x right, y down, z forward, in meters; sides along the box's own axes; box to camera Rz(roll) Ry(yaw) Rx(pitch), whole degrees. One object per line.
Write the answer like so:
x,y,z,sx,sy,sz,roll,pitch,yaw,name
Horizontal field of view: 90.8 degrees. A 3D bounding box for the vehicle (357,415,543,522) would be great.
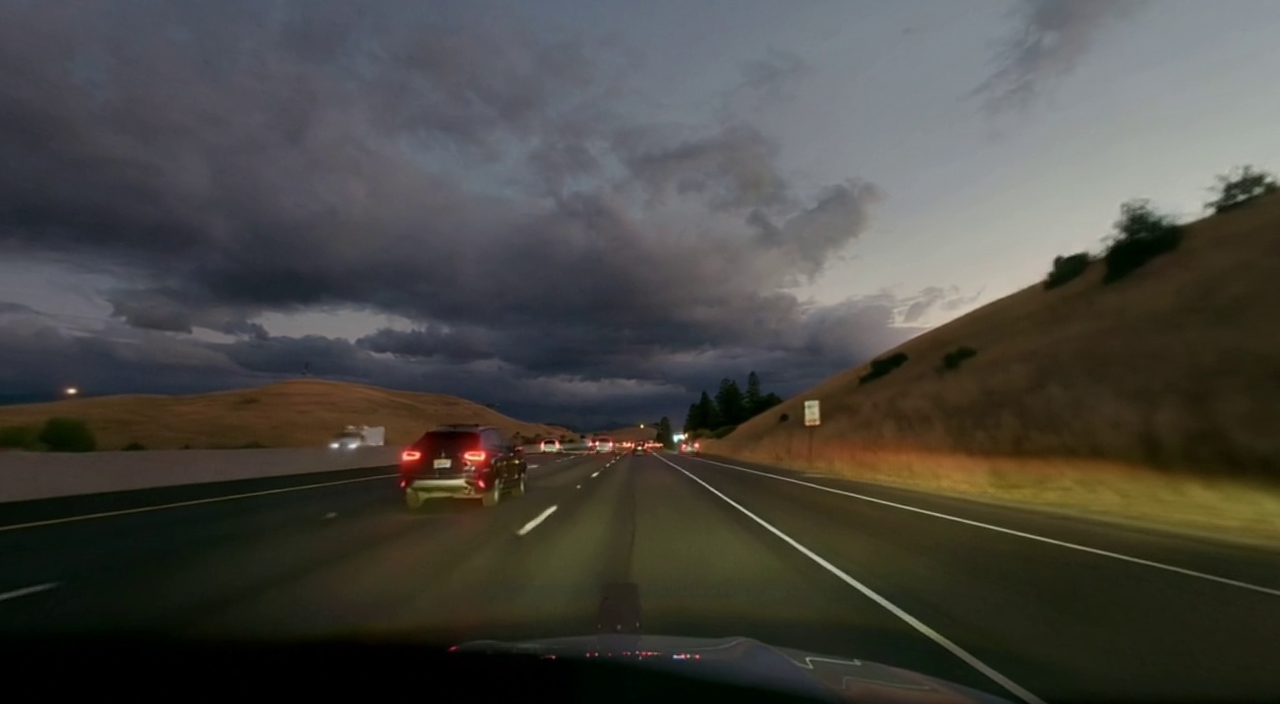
-3.398,2.214,12.479,2.166,1.700,4.661,0,-8,1,vehicle
